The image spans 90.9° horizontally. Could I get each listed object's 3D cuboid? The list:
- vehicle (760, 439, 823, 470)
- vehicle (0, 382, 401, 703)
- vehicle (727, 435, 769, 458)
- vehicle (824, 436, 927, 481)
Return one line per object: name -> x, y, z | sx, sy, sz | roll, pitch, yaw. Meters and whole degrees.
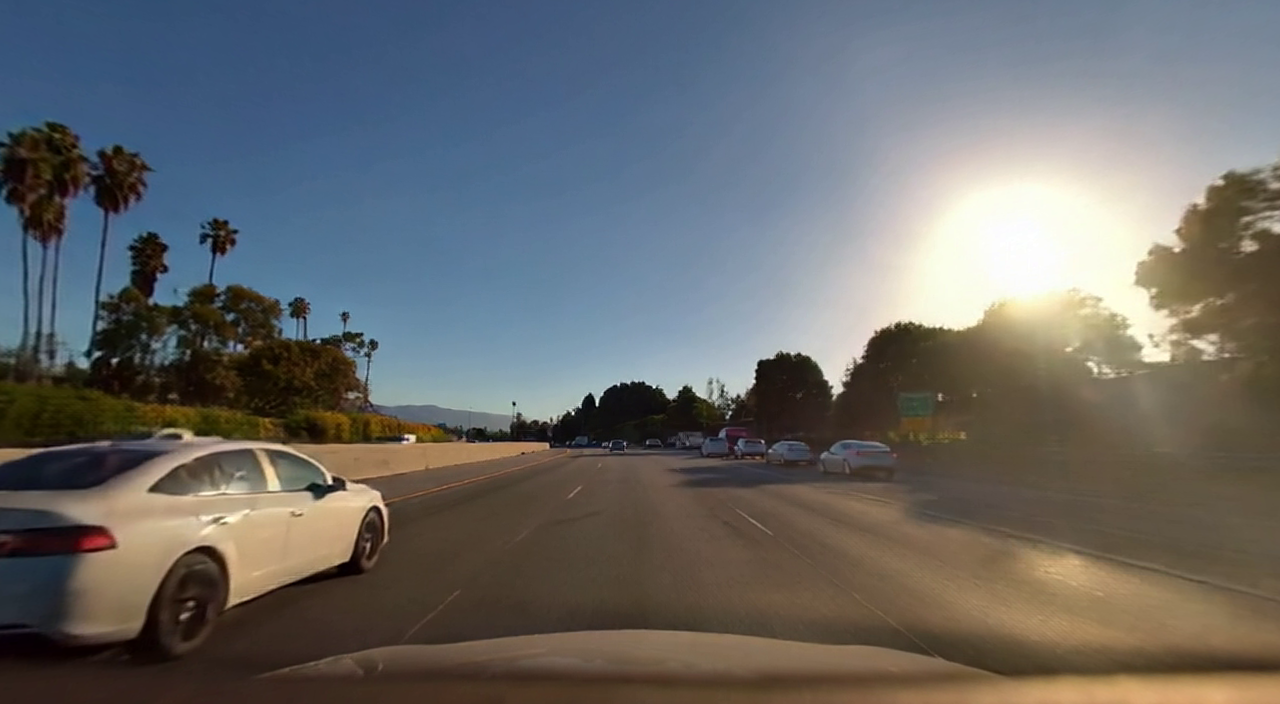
vehicle -> 7.859, 5.363, 33.200 | 1.984, 1.477, 4.385 | 0, -8, -3
vehicle -> -3.590, 1.193, 4.490 | 2.109, 1.536, 4.174 | -1, -8, 1
vehicle -> 7.725, 6.848, 45.664 | 1.957, 1.584, 4.272 | 0, -8, -5
vehicle -> 8.575, 3.912, 23.431 | 1.922, 1.456, 4.626 | 0, -8, -2
